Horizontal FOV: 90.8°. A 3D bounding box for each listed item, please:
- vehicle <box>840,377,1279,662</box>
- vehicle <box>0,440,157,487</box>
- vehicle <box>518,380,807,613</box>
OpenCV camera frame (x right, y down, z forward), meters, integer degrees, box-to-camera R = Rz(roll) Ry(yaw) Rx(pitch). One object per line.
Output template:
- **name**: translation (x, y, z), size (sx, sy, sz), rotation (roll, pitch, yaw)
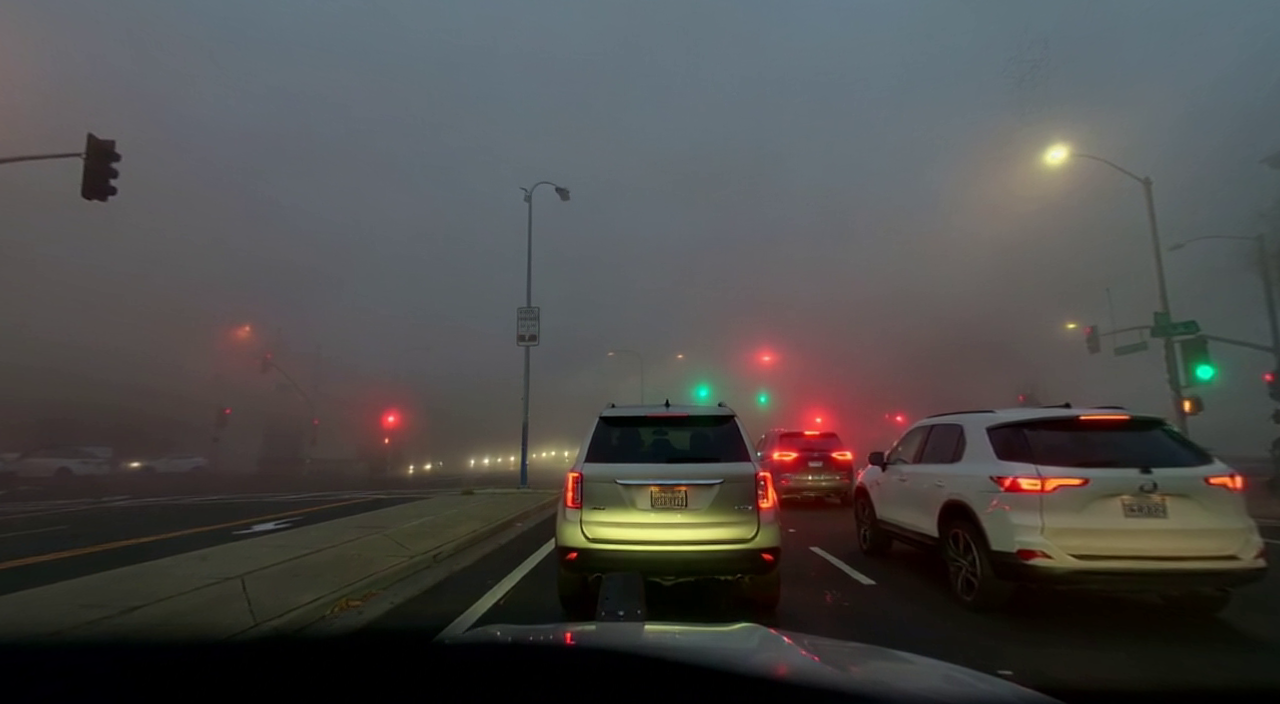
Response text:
- **vehicle**: translation (3.559, 1.325, 6.010), size (2.018, 1.701, 4.288), rotation (0, -9, 2)
- **vehicle**: translation (-24.555, 4.838, 27.549), size (5.062, 1.946, 2.243), rotation (0, -9, -1)
- **vehicle**: translation (0.219, 1.476, 7.308), size (2.292, 1.840, 4.394), rotation (0, -9, 1)
